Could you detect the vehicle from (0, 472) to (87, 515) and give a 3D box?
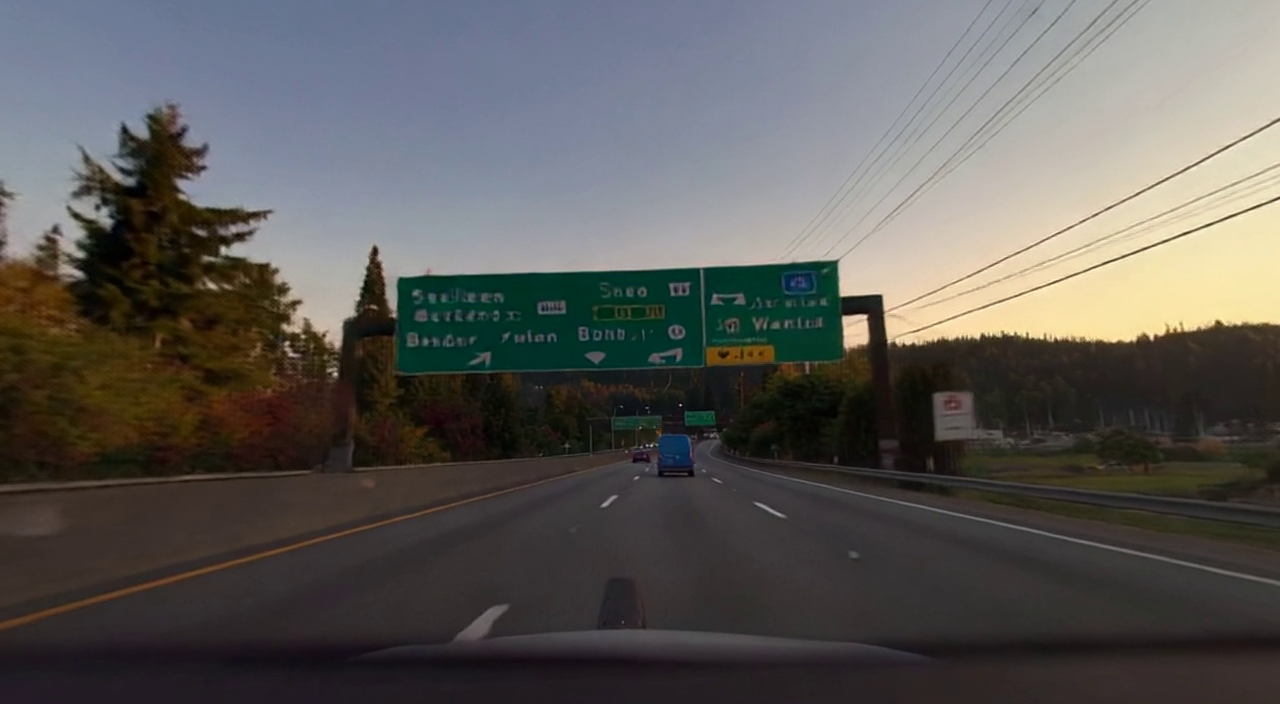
[{"bbox_3d":[-45.277,10.257,45.725,2.829,2.613,7.507,-3,-8,8],"label":"vehicle"}]

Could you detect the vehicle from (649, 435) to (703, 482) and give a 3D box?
[{"bbox_3d":[1.650,4.925,29.278,2.261,1.969,5.104,-1,-9,3],"label":"vehicle"}]
